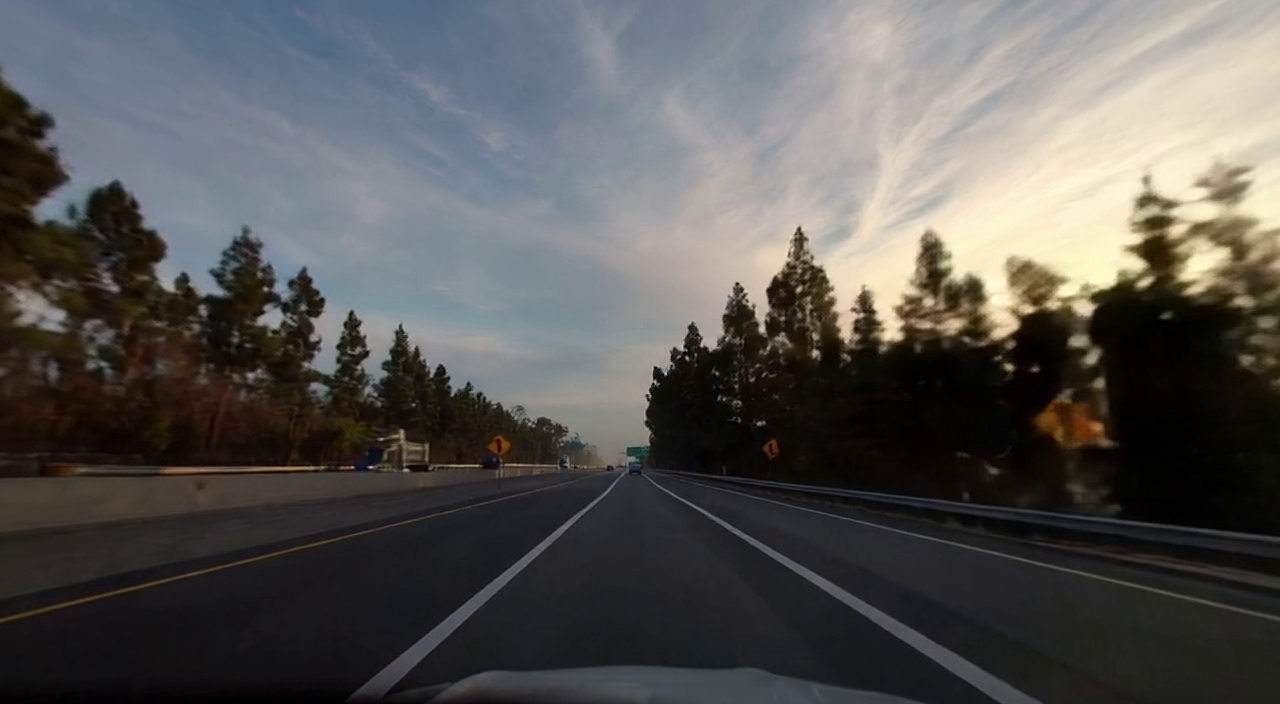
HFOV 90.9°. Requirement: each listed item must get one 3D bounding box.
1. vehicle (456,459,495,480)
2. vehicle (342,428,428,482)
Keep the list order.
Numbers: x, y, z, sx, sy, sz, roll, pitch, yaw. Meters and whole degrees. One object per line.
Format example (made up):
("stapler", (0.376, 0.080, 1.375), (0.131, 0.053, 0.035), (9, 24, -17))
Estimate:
("vehicle", (-12.718, 9.133, 48.987), (1.838, 1.494, 4.195), (1, -10, 0))
("vehicle", (-16.692, 6.913, 41.873), (2.701, 3.278, 6.997), (0, -11, 0))
